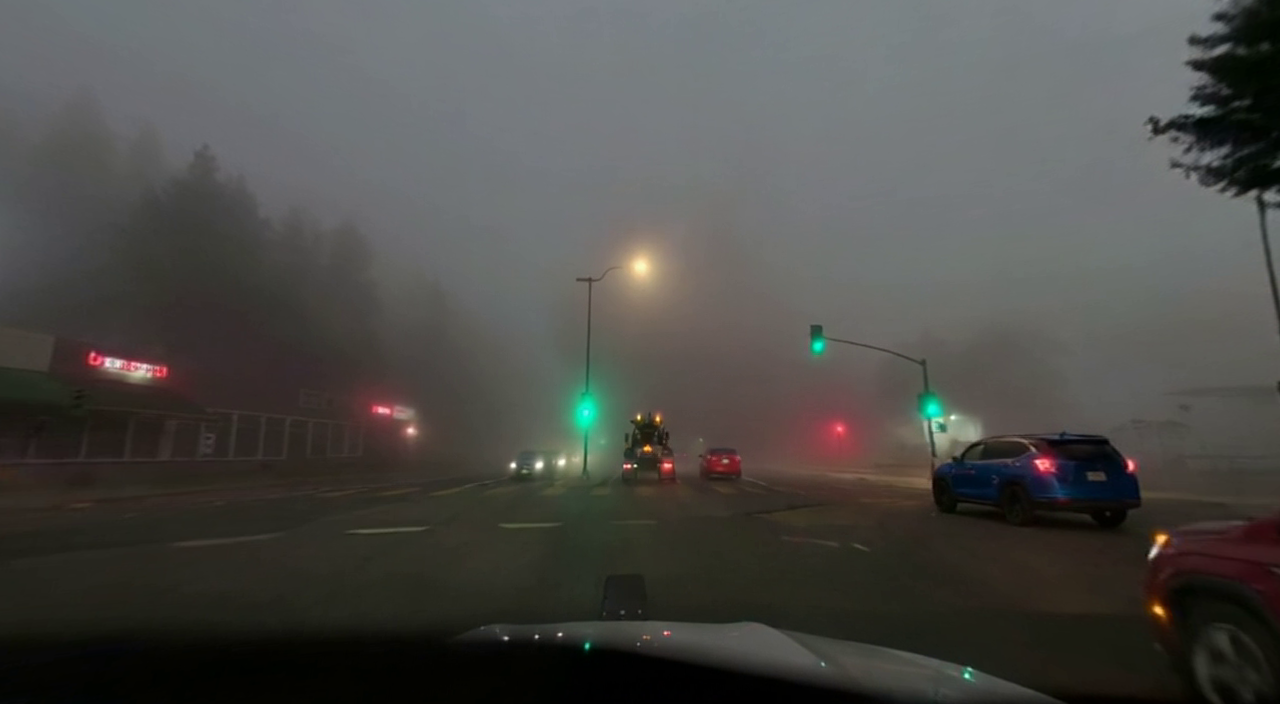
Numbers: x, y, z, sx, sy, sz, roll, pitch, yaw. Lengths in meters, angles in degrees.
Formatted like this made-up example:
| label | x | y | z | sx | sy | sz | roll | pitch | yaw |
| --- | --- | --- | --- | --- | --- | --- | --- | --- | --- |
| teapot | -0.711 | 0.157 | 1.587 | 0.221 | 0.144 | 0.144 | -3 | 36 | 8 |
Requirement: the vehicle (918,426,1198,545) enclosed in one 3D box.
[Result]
| label | x | y | z | sx | sy | sz | roll | pitch | yaw |
| --- | --- | --- | --- | --- | --- | --- | --- | --- | --- |
| vehicle | 7.039 | 2.263 | 11.375 | 1.982 | 1.698 | 4.408 | 0 | -8 | 0 |

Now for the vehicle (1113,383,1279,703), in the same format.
| label | x | y | z | sx | sy | sz | roll | pitch | yaw |
| --- | --- | --- | --- | --- | --- | --- | --- | --- | --- |
| vehicle | 3.567 | 0.772 | 1.356 | 2.025 | 1.618 | 3.949 | 0 | -8 | 1 |

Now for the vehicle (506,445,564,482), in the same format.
| label | x | y | z | sx | sy | sz | roll | pitch | yaw |
| --- | --- | --- | --- | --- | --- | --- | --- | --- | --- |
| vehicle | -4.652 | 5.005 | 28.526 | 2.001 | 1.518 | 4.316 | 0 | -8 | -1 |

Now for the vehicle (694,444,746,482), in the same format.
| label | x | y | z | sx | sy | sz | roll | pitch | yaw |
| --- | --- | --- | --- | --- | --- | --- | --- | --- | --- |
| vehicle | 3.897 | 5.462 | 31.314 | 2.025 | 1.754 | 4.311 | 0 | -8 | 0 |

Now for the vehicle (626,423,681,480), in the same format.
| label | x | y | z | sx | sy | sz | roll | pitch | yaw |
| --- | --- | --- | --- | --- | --- | --- | --- | --- | --- |
| vehicle | 0.553 | 4.750 | 30.324 | 2.370 | 2.518 | 3.858 | -1 | -8 | -2 |
